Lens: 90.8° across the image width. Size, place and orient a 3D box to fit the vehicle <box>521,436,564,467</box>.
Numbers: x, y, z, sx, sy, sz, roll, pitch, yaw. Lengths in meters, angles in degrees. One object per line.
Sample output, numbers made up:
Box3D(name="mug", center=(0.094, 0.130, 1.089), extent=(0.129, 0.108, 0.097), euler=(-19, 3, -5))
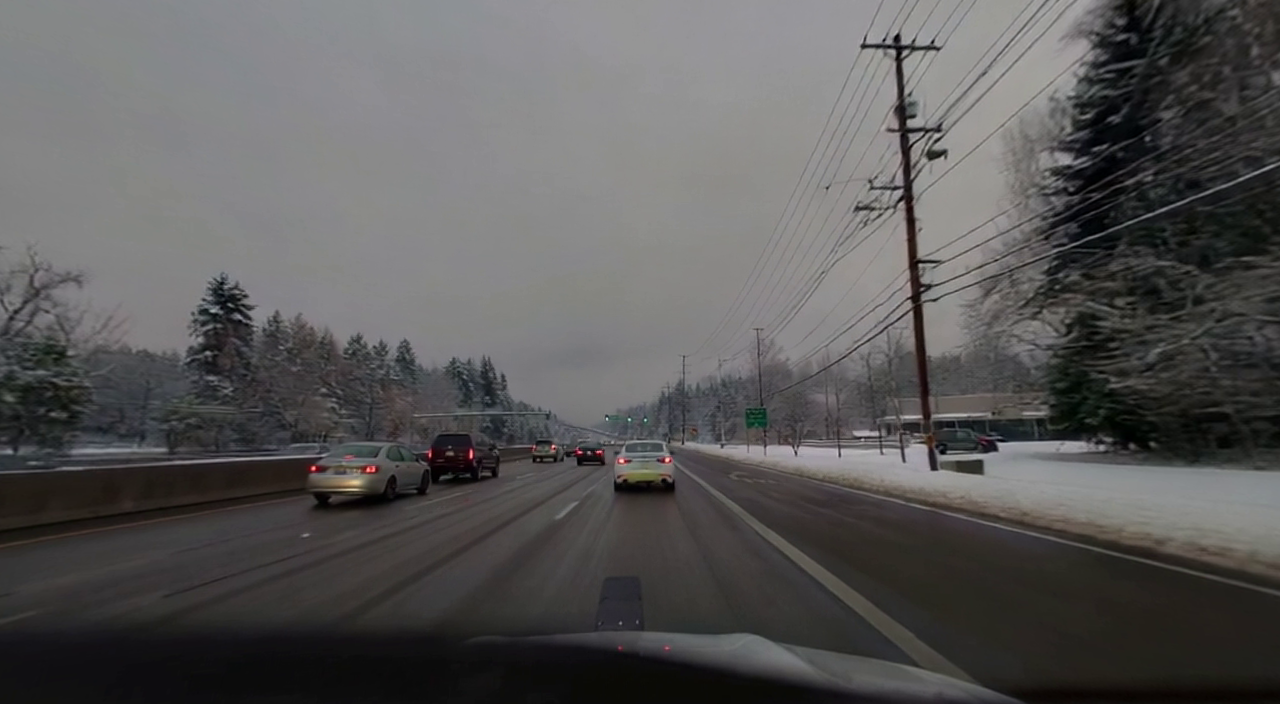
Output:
Box3D(name="vehicle", center=(-5.997, 6.135, 39.219), extent=(1.914, 1.756, 4.179), euler=(-1, -8, 1))

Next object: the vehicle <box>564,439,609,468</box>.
Box3D(name="vehicle", center=(-2.888, 5.620, 35.130), extent=(2.055, 1.510, 3.961), euler=(-1, -8, 1))

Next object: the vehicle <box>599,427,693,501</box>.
Box3D(name="vehicle", center=(0.137, 2.848, 16.498), extent=(2.140, 1.653, 4.108), euler=(0, -8, 0))

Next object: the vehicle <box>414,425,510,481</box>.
Box3D(name="vehicle", center=(-6.641, 3.844, 24.283), extent=(2.144, 1.905, 4.967), euler=(-1, -8, 1))

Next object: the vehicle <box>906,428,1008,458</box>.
Box3D(name="vehicle", center=(17.786, 5.134, 35.619), extent=(4.659, 1.572, 2.019), euler=(0, -8, 0))

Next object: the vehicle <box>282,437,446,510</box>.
Box3D(name="vehicle", center=(-6.438, 2.858, 15.440), extent=(1.900, 1.483, 4.547), euler=(-1, -8, 1))
